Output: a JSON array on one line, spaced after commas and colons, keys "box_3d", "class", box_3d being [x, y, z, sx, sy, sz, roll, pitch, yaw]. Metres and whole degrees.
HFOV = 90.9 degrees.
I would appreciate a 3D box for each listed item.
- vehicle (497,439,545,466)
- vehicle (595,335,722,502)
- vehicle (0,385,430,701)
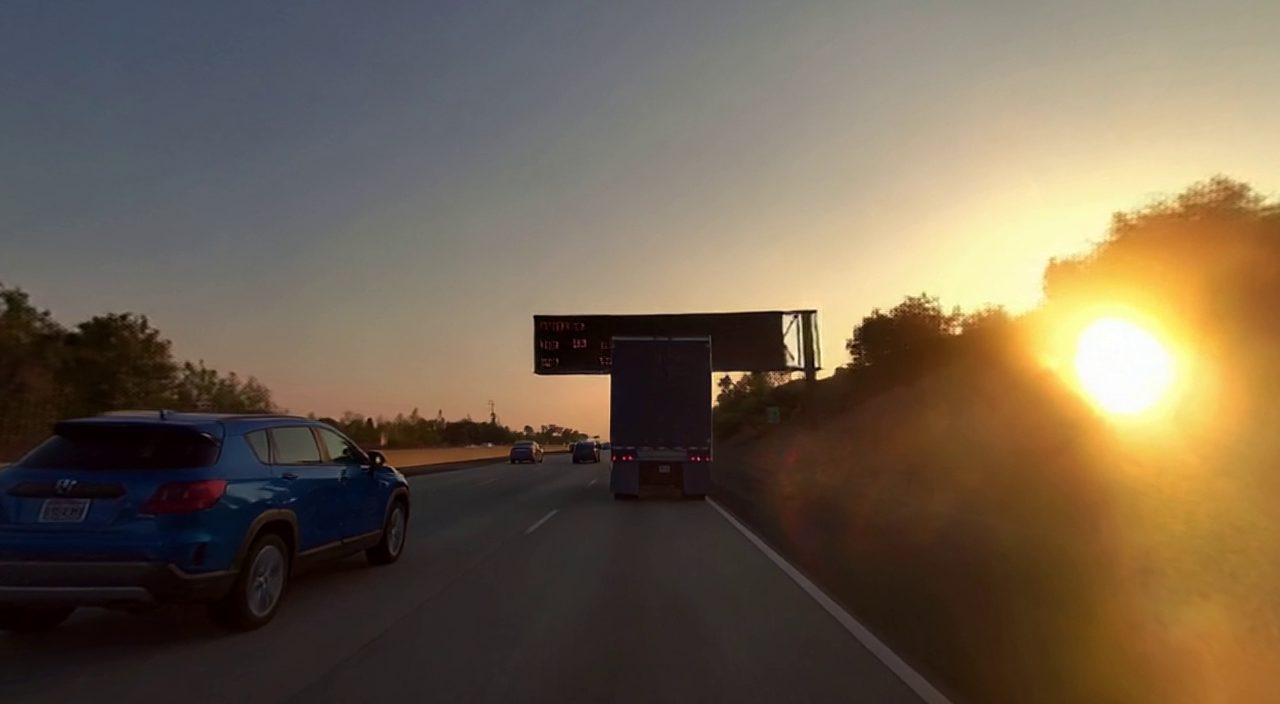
[{"box_3d": [-6.789, 5.789, 36.444, 1.882, 1.451, 4.416, 0, -8, 1], "class": "vehicle"}, {"box_3d": [0.452, 2.287, 19.823, 2.870, 3.841, 10.653, 0, -8, 0], "class": "vehicle"}, {"box_3d": [-3.679, 1.330, 5.569, 2.077, 1.671, 4.249, 0, -8, 1], "class": "vehicle"}]
